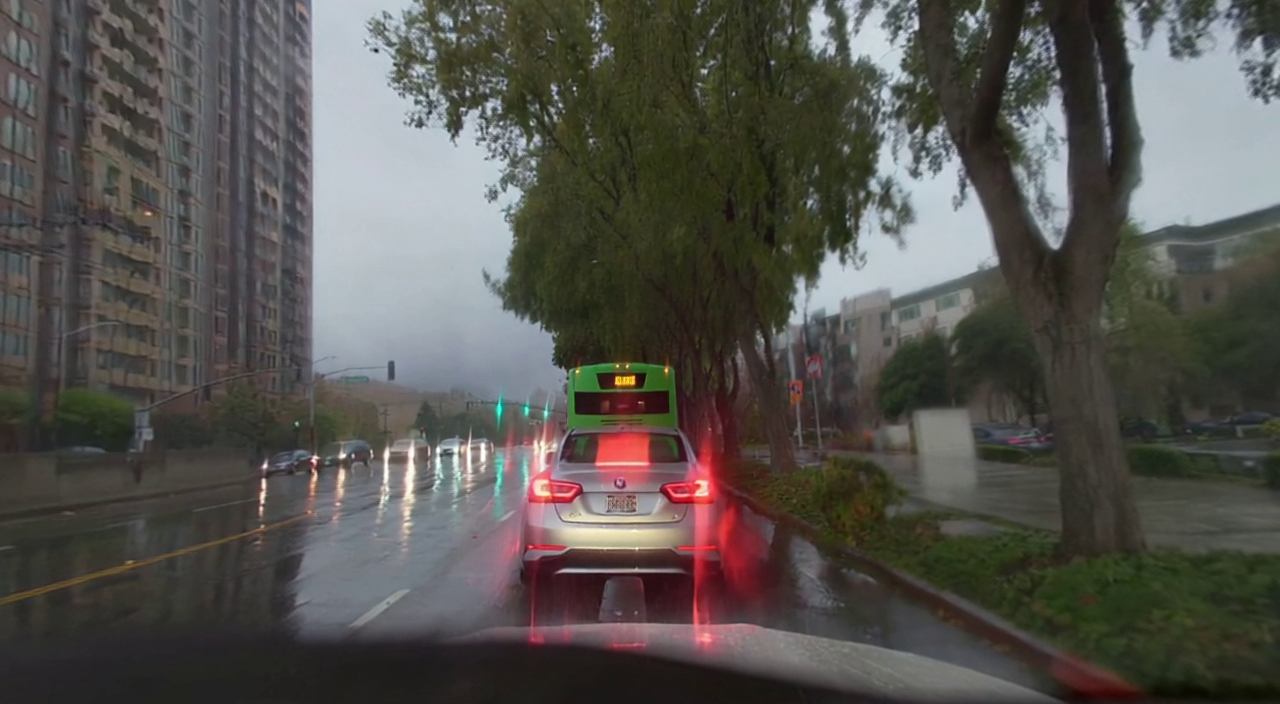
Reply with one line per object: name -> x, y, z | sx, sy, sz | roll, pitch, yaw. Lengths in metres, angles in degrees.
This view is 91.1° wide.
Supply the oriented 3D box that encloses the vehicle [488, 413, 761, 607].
vehicle -> -0.154, 1.463, 6.803 | 2.064, 1.452, 3.942 | 0, -8, -1
